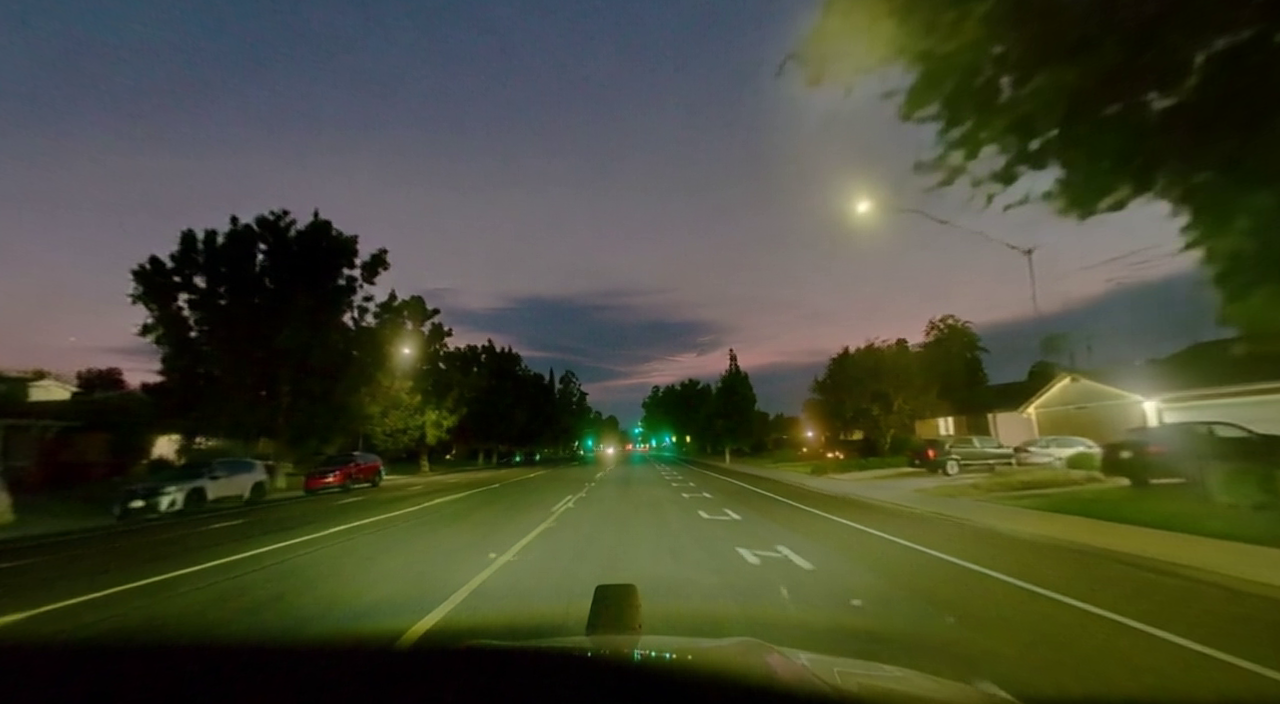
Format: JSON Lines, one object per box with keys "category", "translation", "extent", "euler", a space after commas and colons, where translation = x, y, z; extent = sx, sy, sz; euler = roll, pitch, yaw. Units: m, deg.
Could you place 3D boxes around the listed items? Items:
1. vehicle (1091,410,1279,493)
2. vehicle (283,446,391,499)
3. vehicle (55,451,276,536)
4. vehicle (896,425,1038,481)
{"category": "vehicle", "translation": [14.585, 2.486, 16.112], "extent": [4.498, 1.831, 2.059], "euler": [-2, -8, -1]}
{"category": "vehicle", "translation": [-12.218, 4.852, 25.882], "extent": [2.105, 1.930, 4.541], "euler": [0, -9, 0]}
{"category": "vehicle", "translation": [-12.059, 3.545, 16.655], "extent": [2.007, 1.663, 5.077], "euler": [-2, -7, -1]}
{"category": "vehicle", "translation": [12.263, 3.787, 23.887], "extent": [4.194, 1.850, 1.951], "euler": [-2, -8, -4]}
